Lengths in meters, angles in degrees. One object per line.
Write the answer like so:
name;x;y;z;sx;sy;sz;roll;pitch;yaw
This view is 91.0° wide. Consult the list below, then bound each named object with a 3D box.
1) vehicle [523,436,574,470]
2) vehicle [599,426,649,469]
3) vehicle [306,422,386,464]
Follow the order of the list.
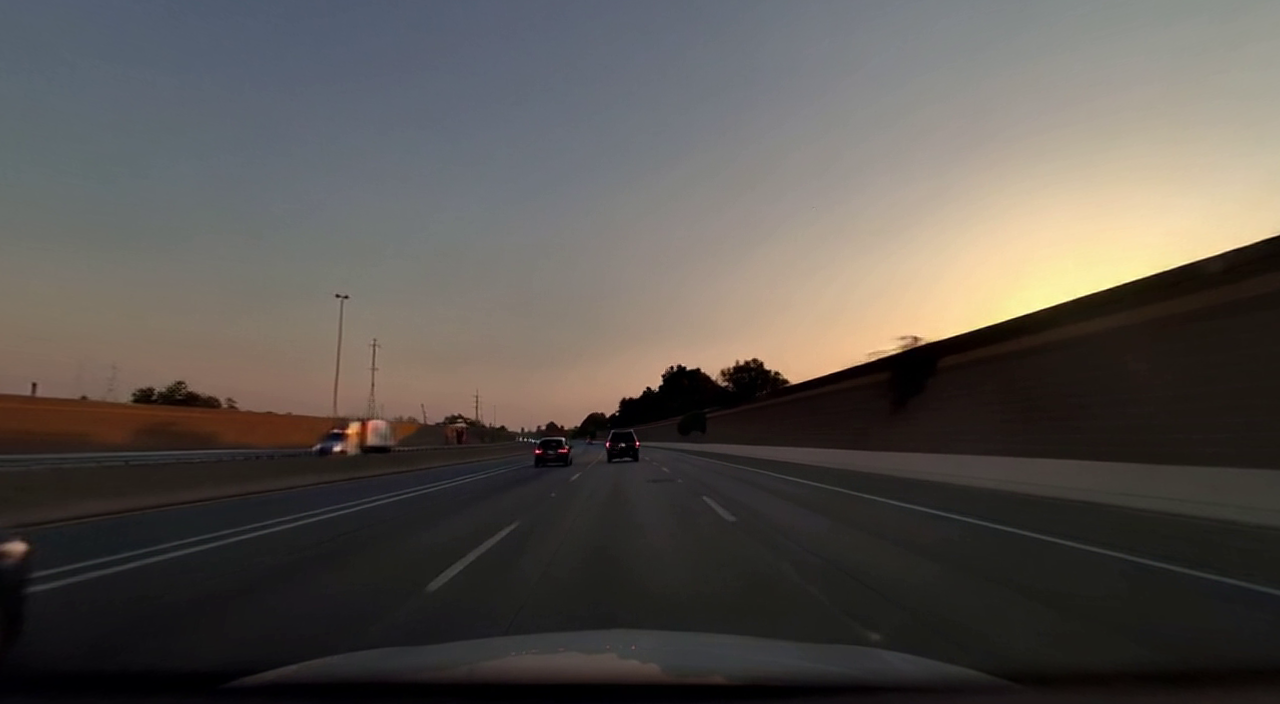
vehicle;-4.646;5.186;32.647;2.039;1.602;4.317;0;-8;-1
vehicle;-0.811;4.820;31.877;2.382;1.973;4.439;0;-8;-1
vehicle;-20.142;6.280;43.680;2.290;2.626;7.289;0;-8;-2
